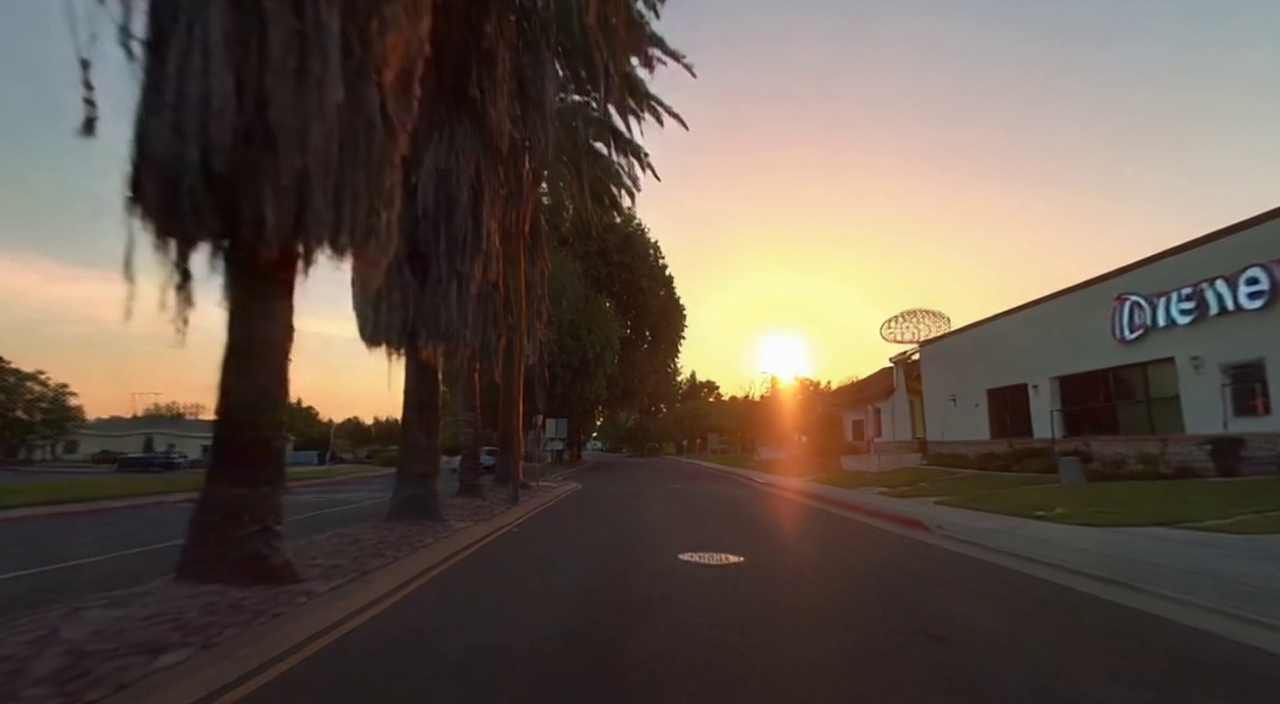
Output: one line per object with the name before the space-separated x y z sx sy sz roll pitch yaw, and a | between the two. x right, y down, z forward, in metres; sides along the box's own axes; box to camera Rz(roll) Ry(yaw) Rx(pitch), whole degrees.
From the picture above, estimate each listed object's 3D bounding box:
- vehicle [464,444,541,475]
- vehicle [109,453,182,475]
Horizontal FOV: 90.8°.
vehicle | -8.799 6.839 40.350 4.651 1.863 2.174 -6 -11 34
vehicle | -36.776 8.312 47.168 1.919 1.502 4.695 1 -9 -4
